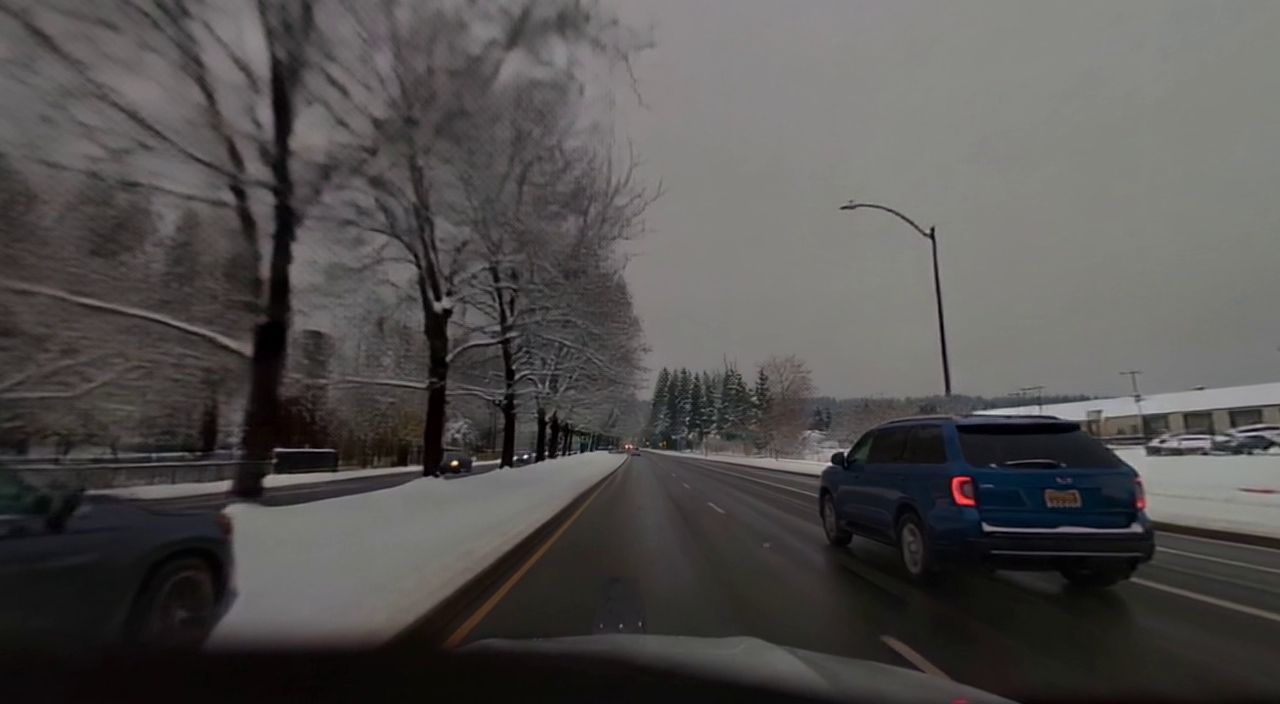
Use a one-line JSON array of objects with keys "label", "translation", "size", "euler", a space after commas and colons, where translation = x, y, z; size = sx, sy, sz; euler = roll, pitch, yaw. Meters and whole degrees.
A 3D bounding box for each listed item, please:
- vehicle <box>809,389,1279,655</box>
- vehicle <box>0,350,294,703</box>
[{"label": "vehicle", "translation": [3.585, 1.498, 6.759], "size": [2.087, 1.759, 5.040], "euler": [0, -8, 0]}, {"label": "vehicle", "translation": [-3.448, 0.782, 2.154], "size": [2.025, 1.635, 4.293], "euler": [0, -8, 0]}]
